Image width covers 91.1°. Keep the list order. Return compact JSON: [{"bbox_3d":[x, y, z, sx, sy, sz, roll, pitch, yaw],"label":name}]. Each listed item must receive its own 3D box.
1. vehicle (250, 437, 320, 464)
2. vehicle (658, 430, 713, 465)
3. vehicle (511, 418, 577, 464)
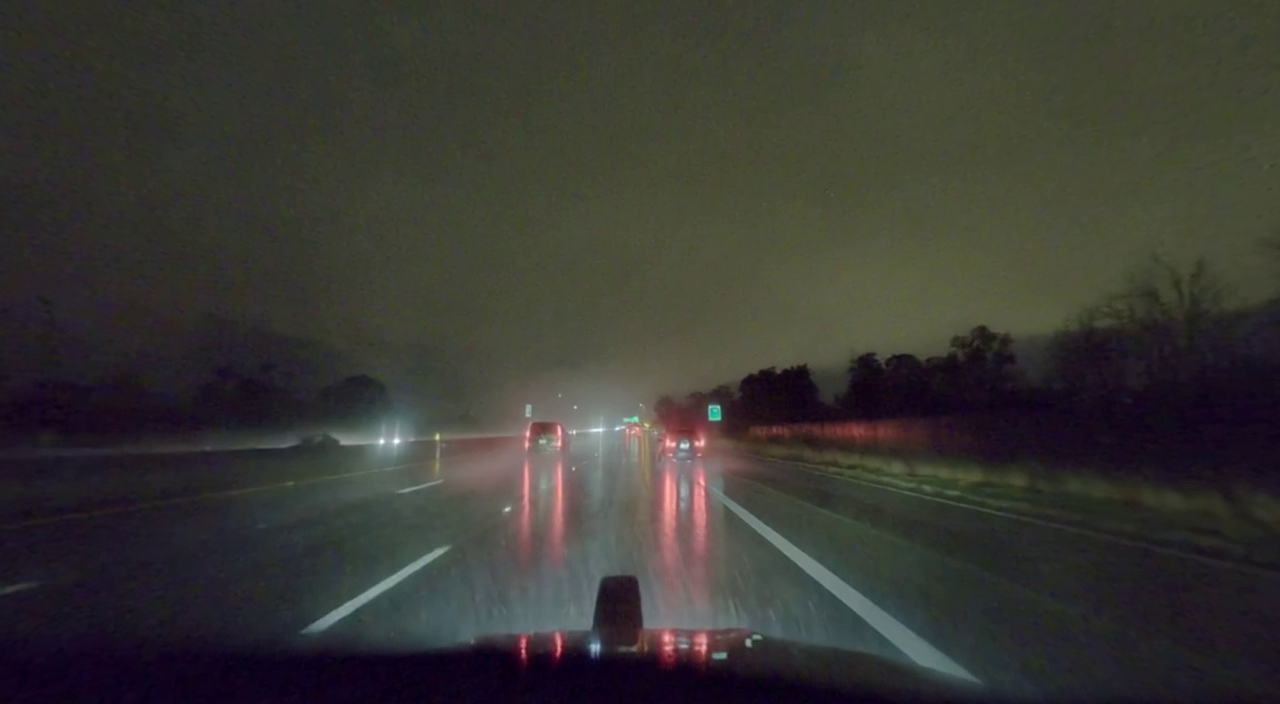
[{"bbox_3d":[-20.200,5.614,35.993,1.760,1.466,3.848,0,-8,0],"label":"vehicle"},{"bbox_3d":[1.974,4.288,28.389,1.948,1.470,3.913,0,-8,-3],"label":"vehicle"},{"bbox_3d":[-4.280,4.066,28.874,2.251,1.938,4.708,0,-8,0],"label":"vehicle"}]
